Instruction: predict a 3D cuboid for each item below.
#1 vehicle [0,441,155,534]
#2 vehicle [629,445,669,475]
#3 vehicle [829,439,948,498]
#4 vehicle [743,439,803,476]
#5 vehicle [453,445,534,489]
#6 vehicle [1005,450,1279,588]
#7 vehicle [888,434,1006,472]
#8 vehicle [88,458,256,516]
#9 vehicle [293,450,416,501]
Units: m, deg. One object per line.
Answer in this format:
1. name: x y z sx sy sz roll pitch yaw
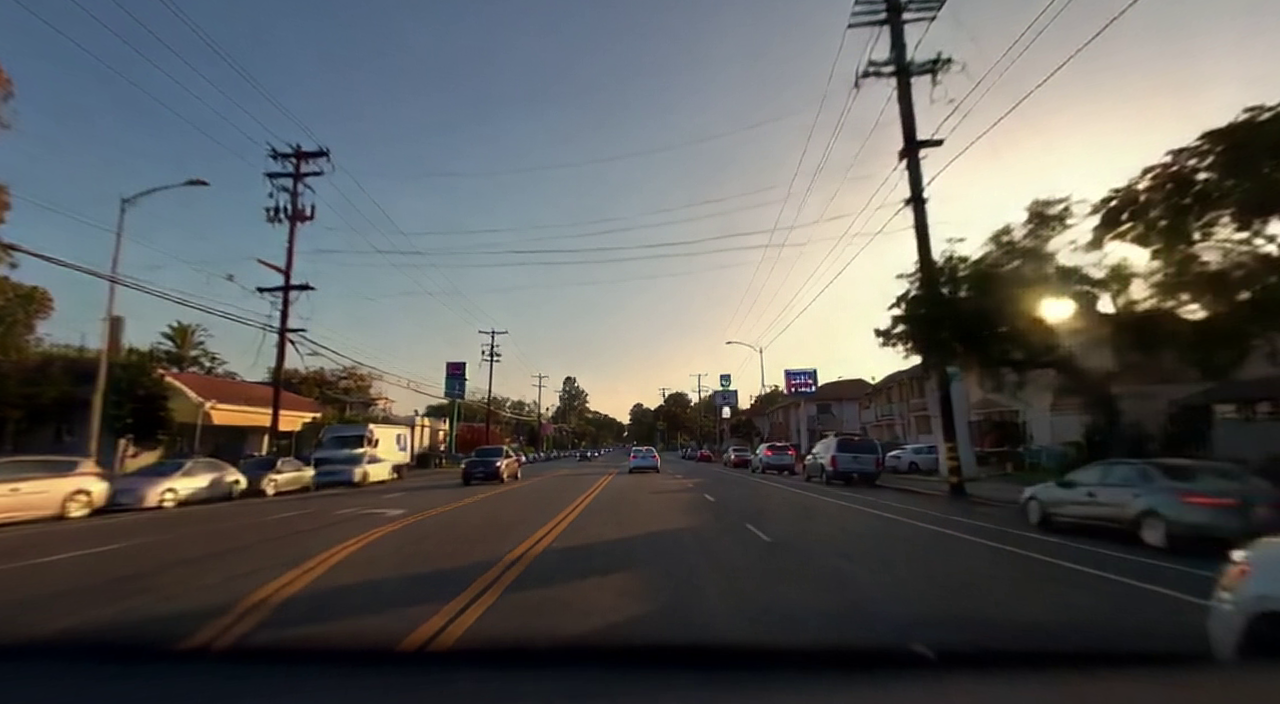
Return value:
1. vehicle: -14.074 2.918 13.693 2.367 1.849 5.874 -2 -8 2
2. vehicle: 0.477 6.038 35.513 2.067 1.547 4.513 0 -8 0
3. vehicle: 8.044 3.782 21.013 2.003 1.723 4.654 0 -8 0
4. vehicle: 7.833 6.263 37.848 2.370 2.022 5.918 0 -8 1
5. vehicle: -5.958 4.711 26.349 2.213 1.626 4.736 0 -8 1
6. vehicle: 7.661 2.172 9.195 1.874 1.437 4.593 0 -8 -1
7. vehicle: 15.397 5.088 31.912 4.698 1.815 2.342 0 -8 1
8. vehicle: -14.111 4.044 19.457 1.795 1.462 4.466 0 -8 -1
9. vehicle: -9.605 4.160 21.753 2.060 1.507 4.532 0 -8 1
